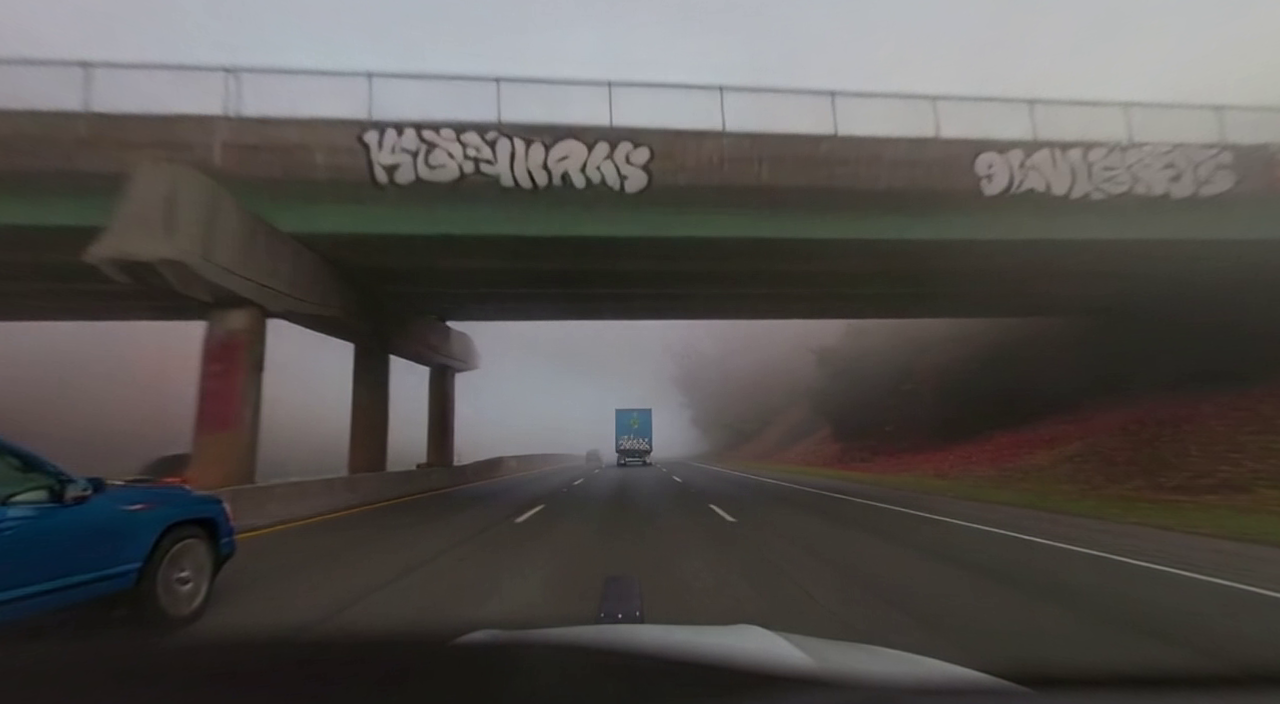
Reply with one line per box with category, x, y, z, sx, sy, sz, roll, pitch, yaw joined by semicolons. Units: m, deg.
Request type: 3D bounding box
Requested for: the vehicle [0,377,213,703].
vehicle;-3.893;0.785;1.968;1.979;1.587;4.365;0;-9;0
